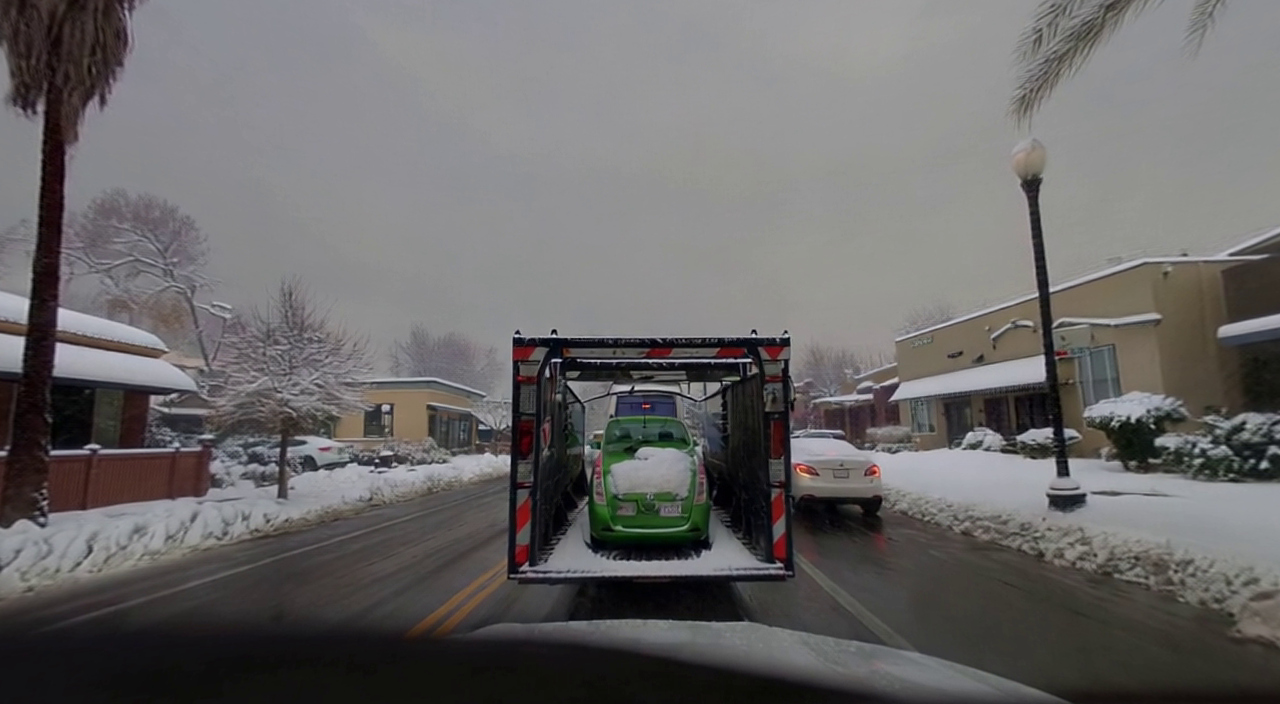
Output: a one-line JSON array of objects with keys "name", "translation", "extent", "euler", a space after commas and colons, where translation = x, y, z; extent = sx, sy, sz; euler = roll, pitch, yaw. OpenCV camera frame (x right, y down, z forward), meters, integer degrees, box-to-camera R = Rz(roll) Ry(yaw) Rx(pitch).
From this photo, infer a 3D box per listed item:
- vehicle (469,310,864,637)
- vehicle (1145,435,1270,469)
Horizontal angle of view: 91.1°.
[{"name": "vehicle", "translation": [0.166, 1.304, 7.720], "extent": [2.728, 2.305, 6.506], "euler": [0, -8, 0]}, {"name": "vehicle", "translation": [28.575, 5.043, 31.802], "extent": [4.193, 1.633, 1.928], "euler": [-4, -9, 26]}]
